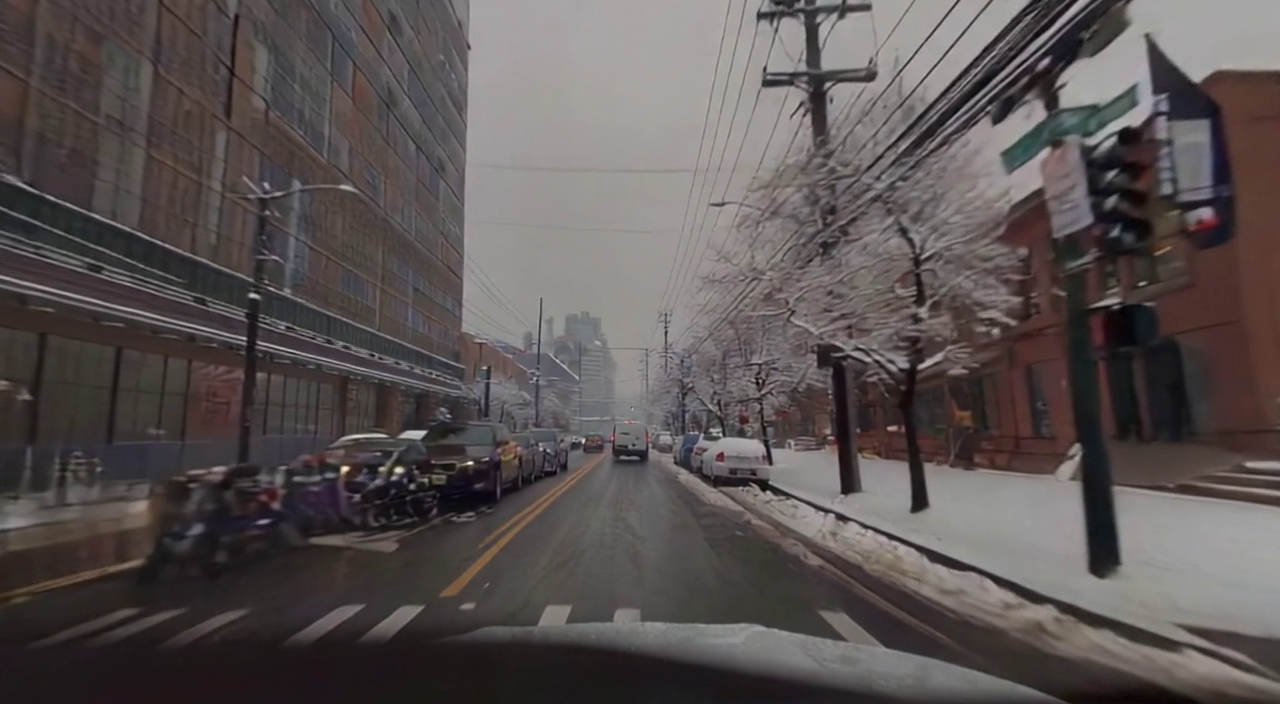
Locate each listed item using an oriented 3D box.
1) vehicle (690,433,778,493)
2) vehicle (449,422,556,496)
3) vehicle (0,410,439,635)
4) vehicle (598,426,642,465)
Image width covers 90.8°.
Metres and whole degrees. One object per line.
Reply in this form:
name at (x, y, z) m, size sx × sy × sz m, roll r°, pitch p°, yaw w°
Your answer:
vehicle at (2.754, 3.365, 19.544) m, size 1.934 × 1.633 × 4.271 m, roll 0°, pitch -8°, yaw -2°
vehicle at (-3.553, 2.853, 17.178) m, size 1.983 × 1.727 × 4.294 m, roll 0°, pitch -8°, yaw -1°
vehicle at (-3.992, 1.513, 6.605) m, size 1.990 × 1.568 × 3.885 m, roll -2°, pitch -9°, yaw 10°
vehicle at (-1.055, 4.939, 33.295) m, size 2.127 × 1.893 × 4.194 m, roll 0°, pitch -8°, yaw -2°
